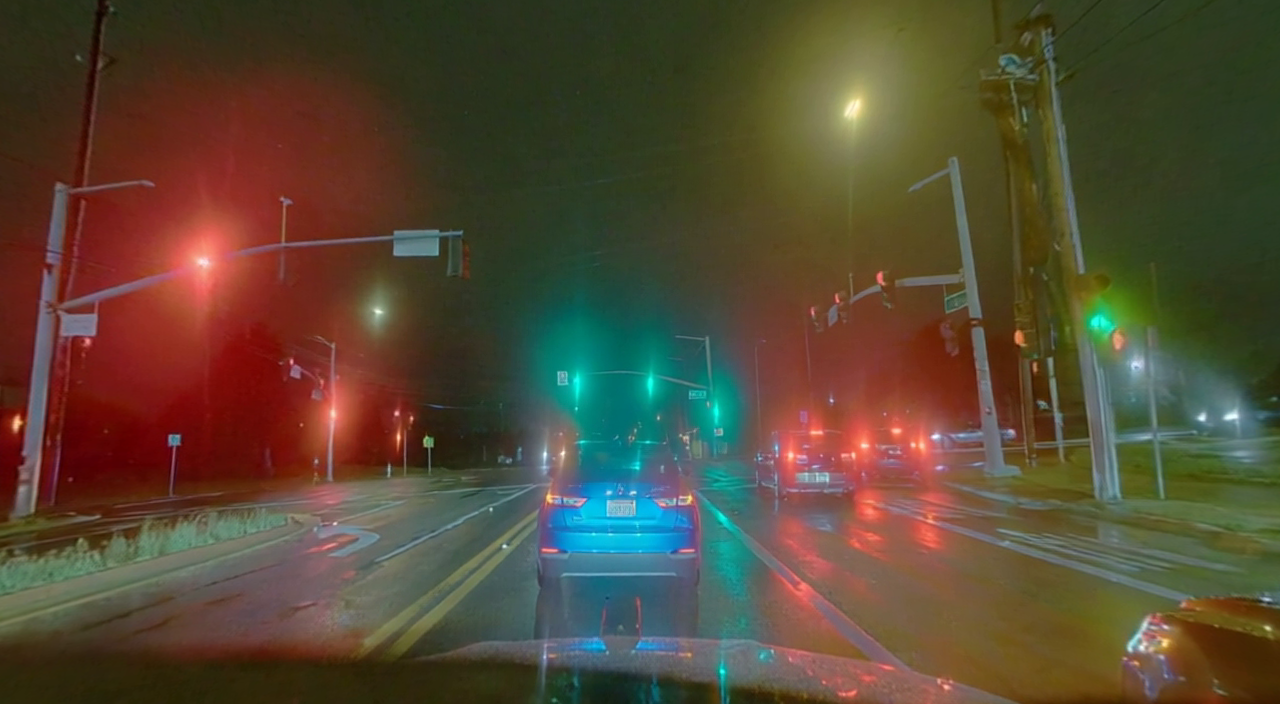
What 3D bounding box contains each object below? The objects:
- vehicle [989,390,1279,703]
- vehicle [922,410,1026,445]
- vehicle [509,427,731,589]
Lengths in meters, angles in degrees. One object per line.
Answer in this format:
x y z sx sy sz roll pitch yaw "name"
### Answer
2.929 0.834 1.702 1.860 1.494 3.707 0 -9 1 "vehicle"
17.842 4.072 33.899 4.431 1.555 1.886 -4 -9 2 "vehicle"
-0.222 1.768 8.040 2.061 1.485 4.196 0 -9 -1 "vehicle"
